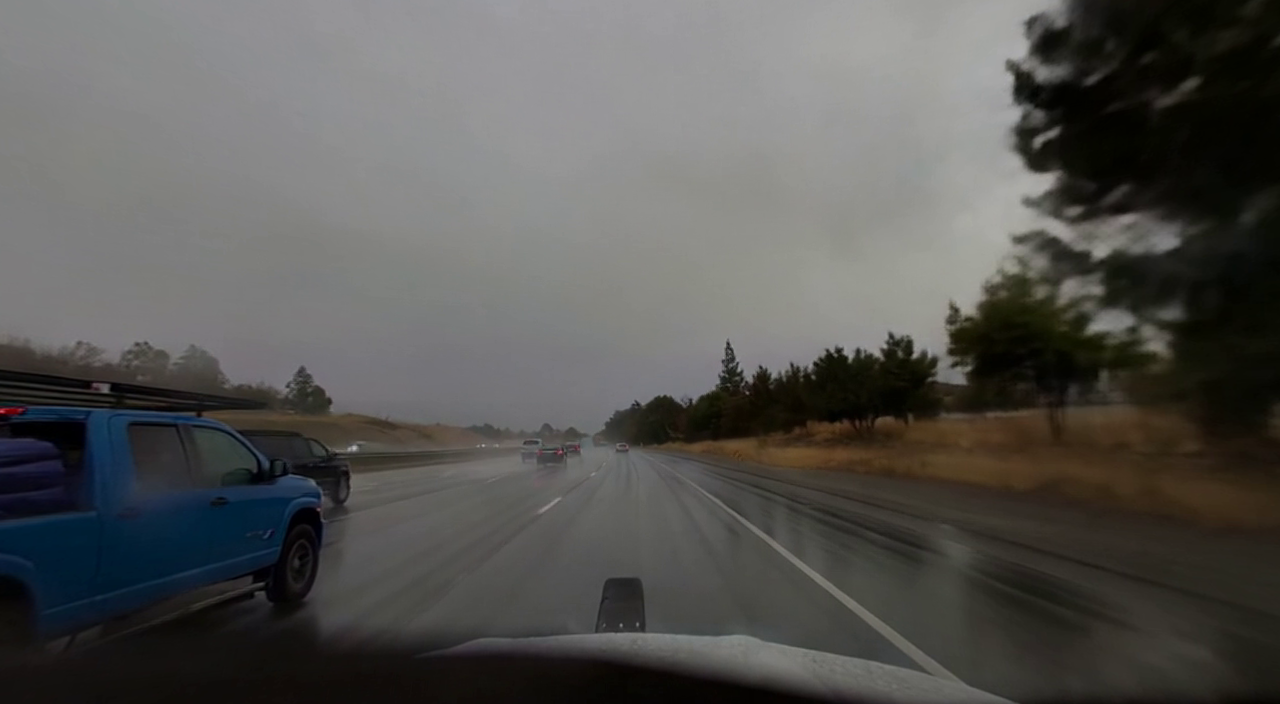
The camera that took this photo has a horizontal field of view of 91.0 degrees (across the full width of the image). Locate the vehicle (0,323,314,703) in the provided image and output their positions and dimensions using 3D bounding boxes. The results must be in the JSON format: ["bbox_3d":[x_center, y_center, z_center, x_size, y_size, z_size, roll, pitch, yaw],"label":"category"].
[{"bbox_3d":[-3.846,0.782,2.632,2.200,1.807,5.041,0,-8,1],"label":"vehicle"}]

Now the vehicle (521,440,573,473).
[{"bbox_3d":[-4.586,5.209,31.691,2.012,1.509,4.359,0,-8,-1],"label":"vehicle"}]
